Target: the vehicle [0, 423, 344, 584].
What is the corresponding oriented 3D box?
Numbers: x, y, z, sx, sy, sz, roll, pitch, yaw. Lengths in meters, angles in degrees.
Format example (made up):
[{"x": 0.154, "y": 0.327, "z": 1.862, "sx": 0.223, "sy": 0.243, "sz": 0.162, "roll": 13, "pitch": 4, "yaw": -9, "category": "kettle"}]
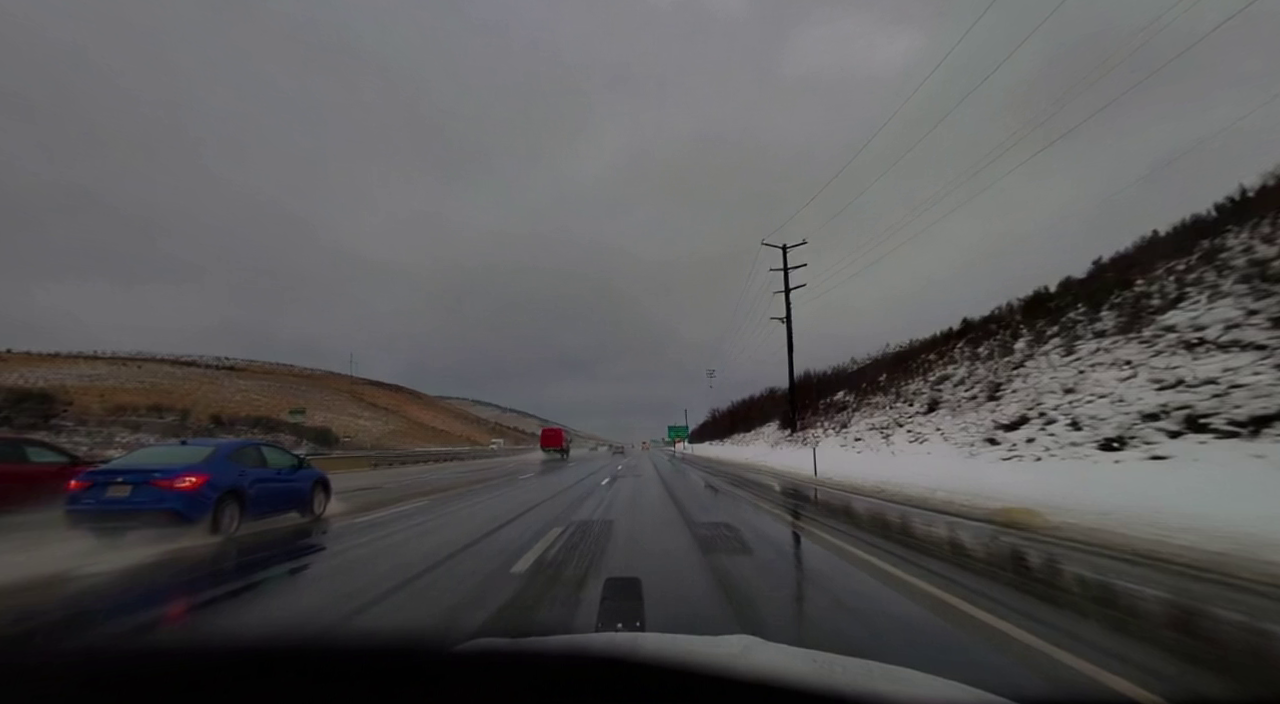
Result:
[{"x": -5.967, "y": 1.747, "z": 8.197, "sx": 1.955, "sy": 1.469, "sz": 4.554, "roll": 0, "pitch": -8, "yaw": 1, "category": "vehicle"}]
